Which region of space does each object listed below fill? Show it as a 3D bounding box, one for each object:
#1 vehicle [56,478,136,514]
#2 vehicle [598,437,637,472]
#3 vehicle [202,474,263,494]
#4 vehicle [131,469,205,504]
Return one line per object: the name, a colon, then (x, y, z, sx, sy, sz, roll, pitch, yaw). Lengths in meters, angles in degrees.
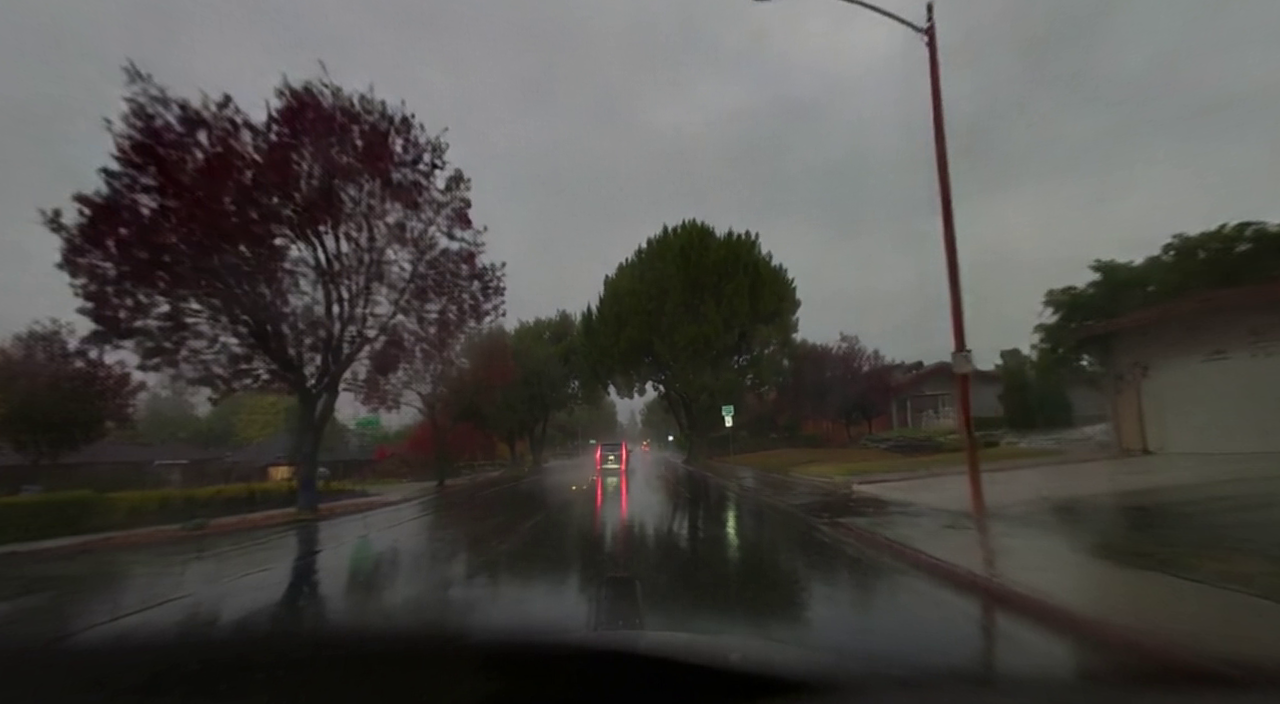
vehicle: (-29.955, 7.892, 34.944, 1.926, 1.552, 4.355, 3, -9, -21)
vehicle: (-1.320, 6.287, 38.981, 2.210, 2.023, 4.663, 0, -8, 0)
vehicle: (-30.930, 10.009, 47.958, 3.502, 1.310, 1.729, -1, -8, 5)
vehicle: (-31.497, 8.956, 42.222, 3.633, 1.696, 1.754, -8, -9, -1)
